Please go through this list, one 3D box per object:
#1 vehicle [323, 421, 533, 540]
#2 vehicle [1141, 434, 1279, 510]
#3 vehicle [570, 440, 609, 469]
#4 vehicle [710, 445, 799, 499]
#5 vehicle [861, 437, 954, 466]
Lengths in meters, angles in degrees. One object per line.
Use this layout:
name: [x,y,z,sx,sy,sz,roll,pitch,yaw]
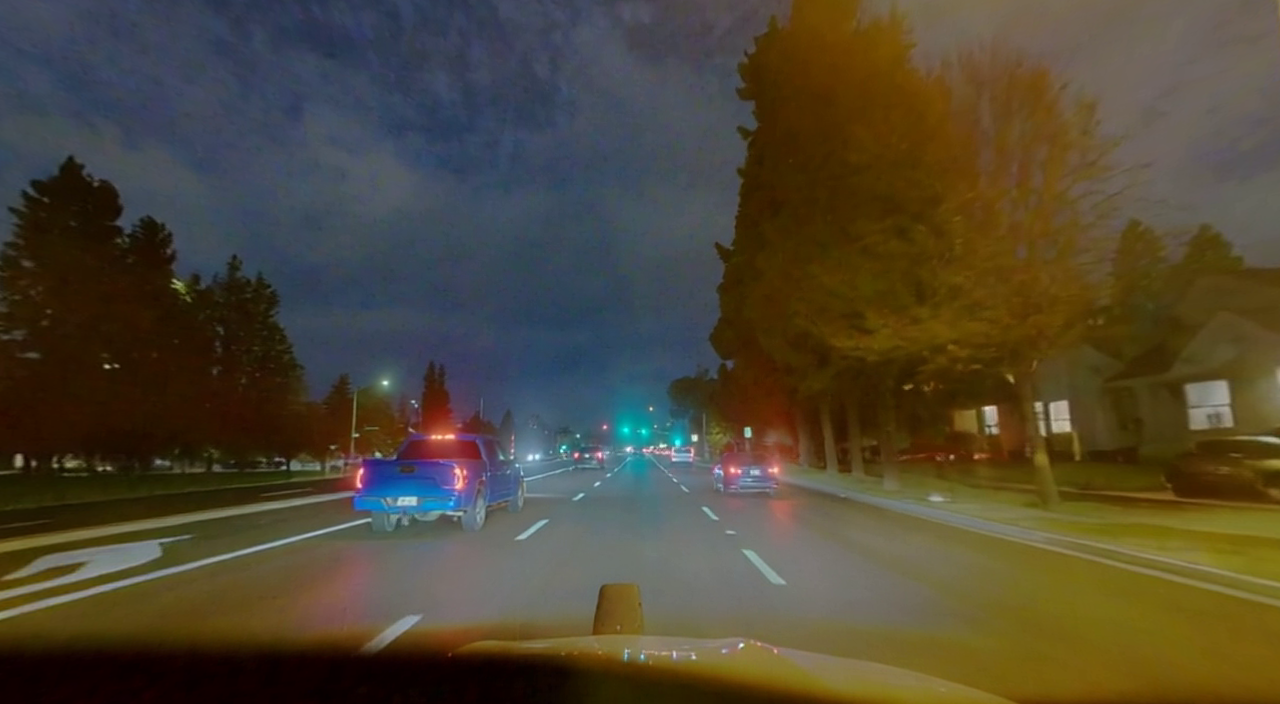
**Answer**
vehicle: [-3.589,2.288,12.036,2.111,1.745,5.274,0,-8,1]
vehicle: [13.985,2.654,14.362,1.929,1.502,4.177,-1,-8,4]
vehicle: [-3.333,6.897,42.697,2.218,1.829,4.492,0,-8,1]
vehicle: [3.385,3.614,19.472,1.884,1.463,4.195,0,-8,-1]
vehicle: [16.304,6.077,38.638,4.759,1.673,1.972,0,-8,-2]
